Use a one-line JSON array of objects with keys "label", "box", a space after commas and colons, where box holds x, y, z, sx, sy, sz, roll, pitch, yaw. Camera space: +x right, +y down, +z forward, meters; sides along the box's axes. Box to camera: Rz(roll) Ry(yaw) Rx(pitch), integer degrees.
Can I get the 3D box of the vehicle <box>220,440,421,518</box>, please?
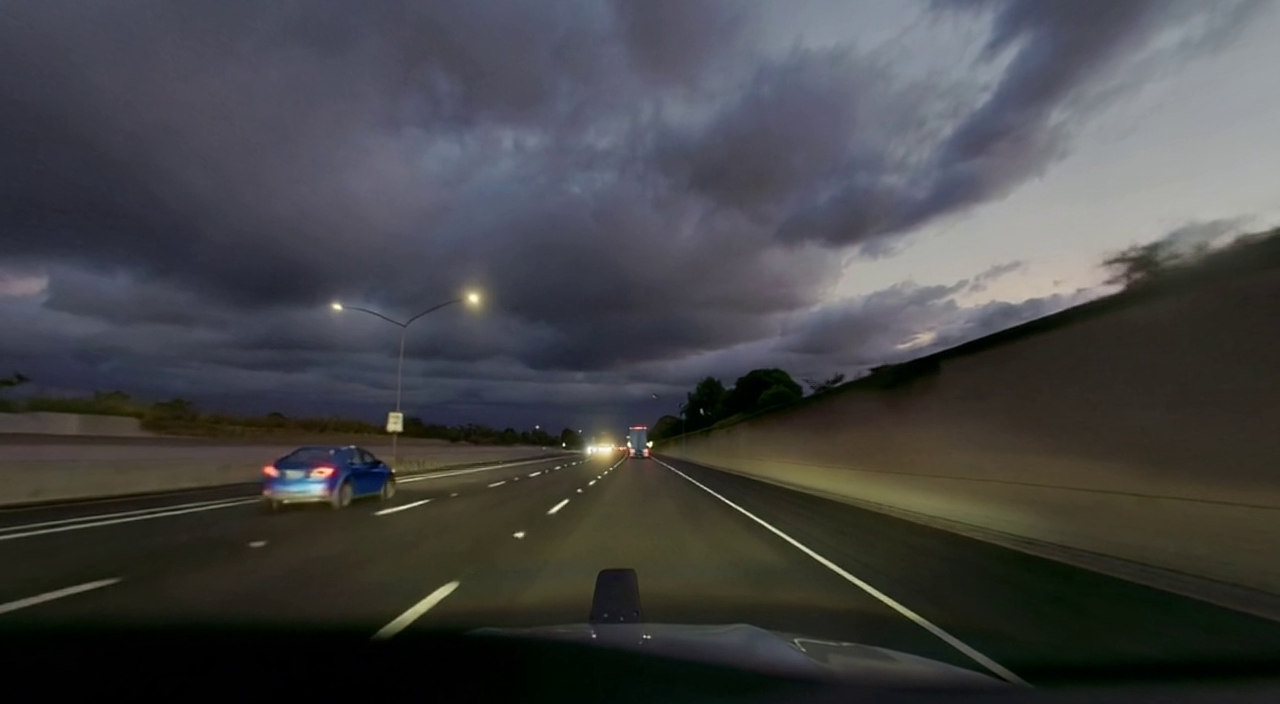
[{"label": "vehicle", "box": [-7.036, 2.831, 14.672, 2.017, 1.468, 5.031, 0, -9, 0]}]
